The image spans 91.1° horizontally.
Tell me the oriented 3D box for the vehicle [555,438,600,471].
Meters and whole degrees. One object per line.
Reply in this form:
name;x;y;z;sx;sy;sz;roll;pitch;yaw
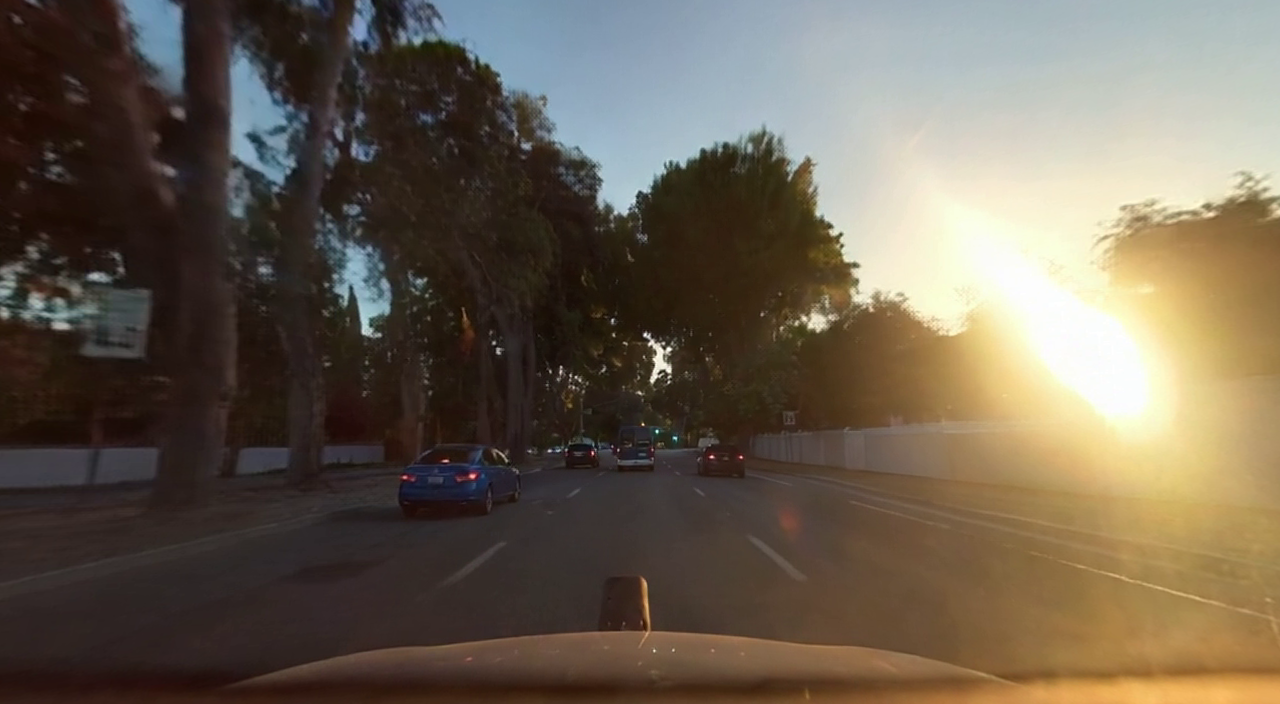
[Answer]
vehicle;-3.468;5.784;35.590;2.021;1.715;4.329;0;-8;1

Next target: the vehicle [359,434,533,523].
vehicle;-3.682;2.486;12.997;2.036;1.474;4.647;0;-8;1

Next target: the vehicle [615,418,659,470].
vehicle;-0.153;5.290;36.010;2.311;2.726;5.814;0;-8;0

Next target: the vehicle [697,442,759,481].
vehicle;3.576;4.514;26.298;1.945;1.469;4.258;0;-8;0
